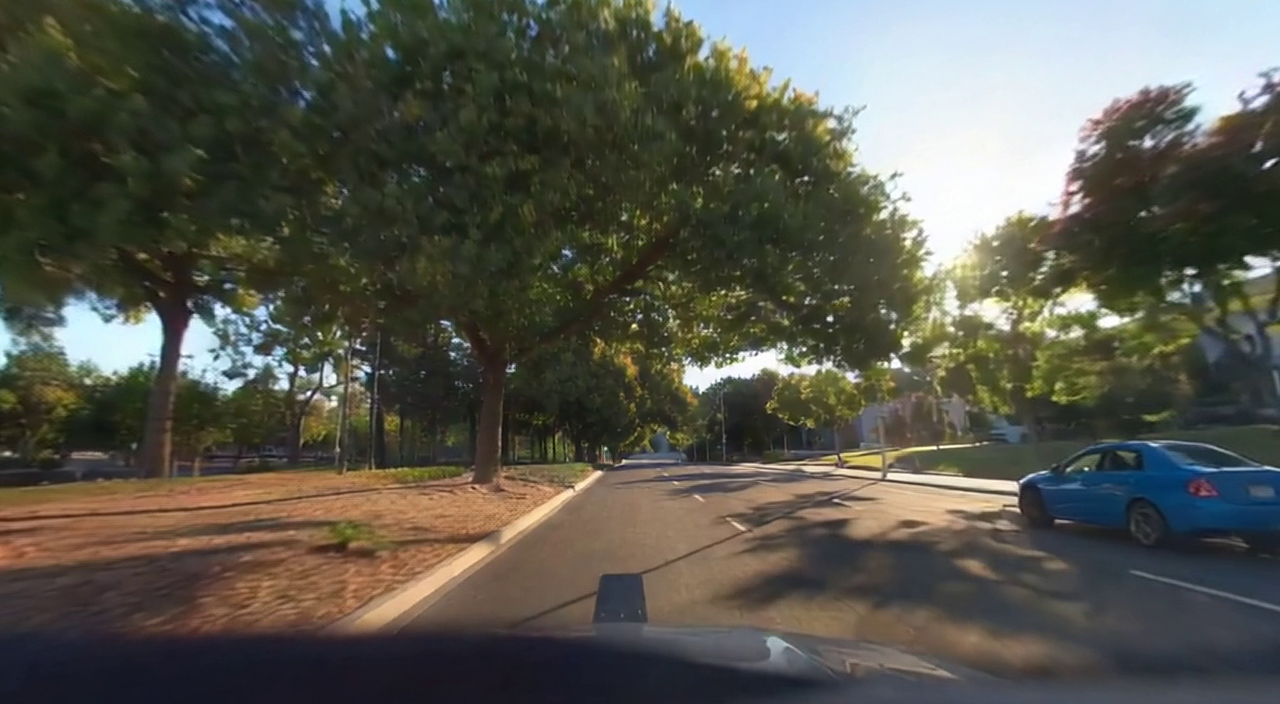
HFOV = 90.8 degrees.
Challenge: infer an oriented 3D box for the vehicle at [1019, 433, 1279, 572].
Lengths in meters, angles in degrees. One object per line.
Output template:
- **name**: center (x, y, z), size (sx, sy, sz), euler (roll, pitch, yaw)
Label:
- **vehicle**: center (7.272, 1.923, 8.772), size (1.797, 1.518, 3.433), euler (0, -8, -1)
